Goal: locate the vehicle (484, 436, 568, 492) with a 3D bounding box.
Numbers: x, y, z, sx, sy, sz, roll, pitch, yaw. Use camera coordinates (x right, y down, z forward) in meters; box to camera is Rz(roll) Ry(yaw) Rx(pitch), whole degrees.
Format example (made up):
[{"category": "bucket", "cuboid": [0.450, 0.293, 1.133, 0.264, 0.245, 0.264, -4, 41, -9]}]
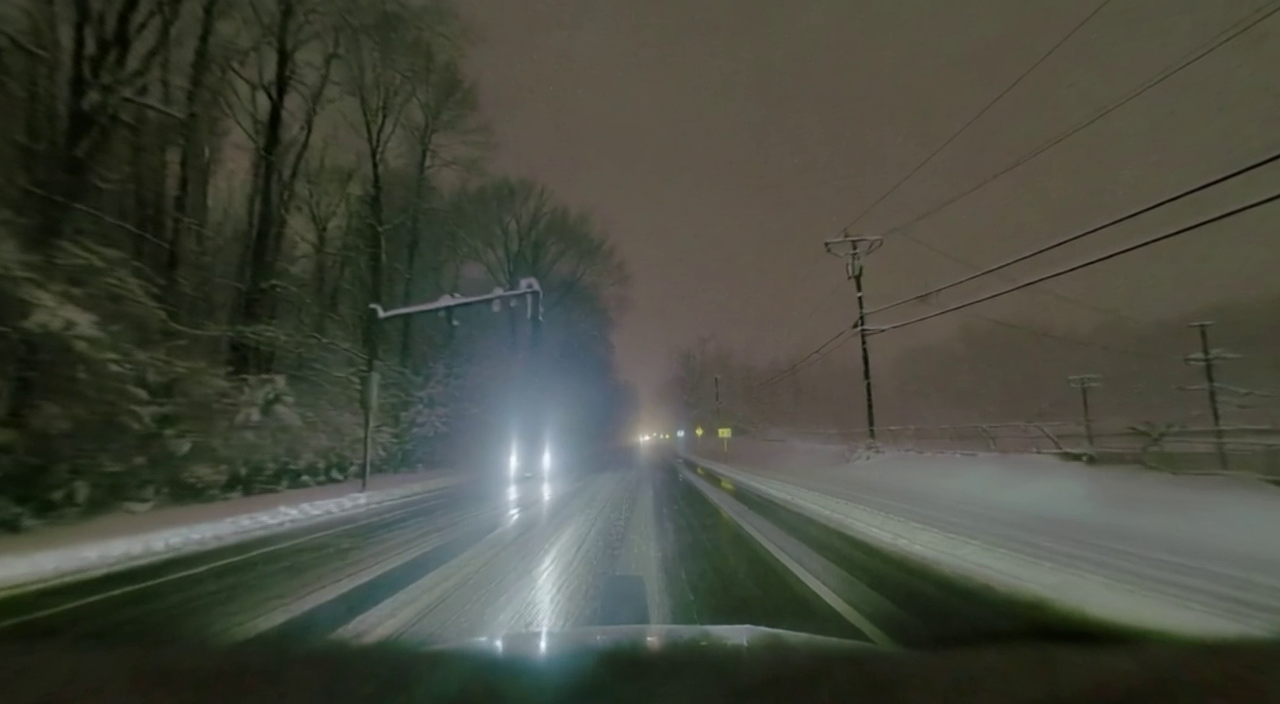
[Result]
[{"category": "vehicle", "cuboid": [-3.776, 3.779, 21.656, 2.074, 1.679, 4.293, 0, -8, 0]}]
